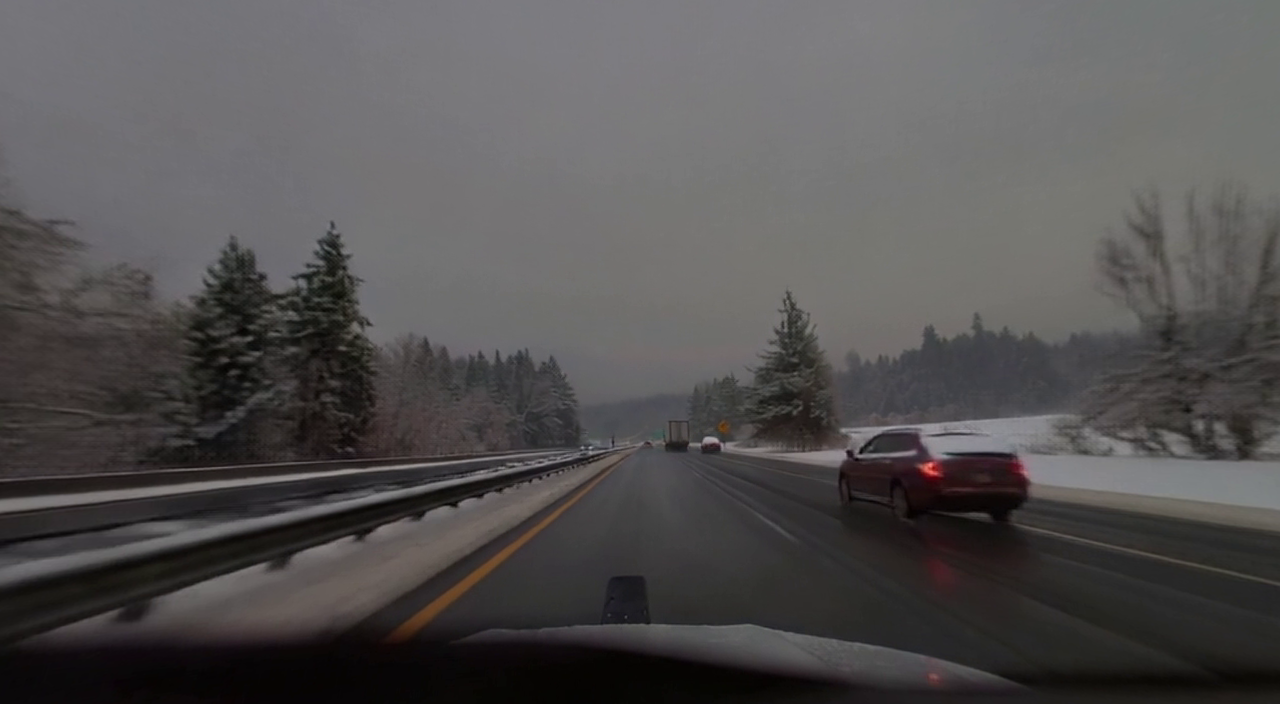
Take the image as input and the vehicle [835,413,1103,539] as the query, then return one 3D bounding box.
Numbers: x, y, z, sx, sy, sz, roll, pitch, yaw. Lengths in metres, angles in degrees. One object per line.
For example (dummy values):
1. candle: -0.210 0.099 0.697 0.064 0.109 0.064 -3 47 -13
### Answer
1. vehicle: 4.729 1.841 9.921 1.954 1.550 4.140 0 -8 0
